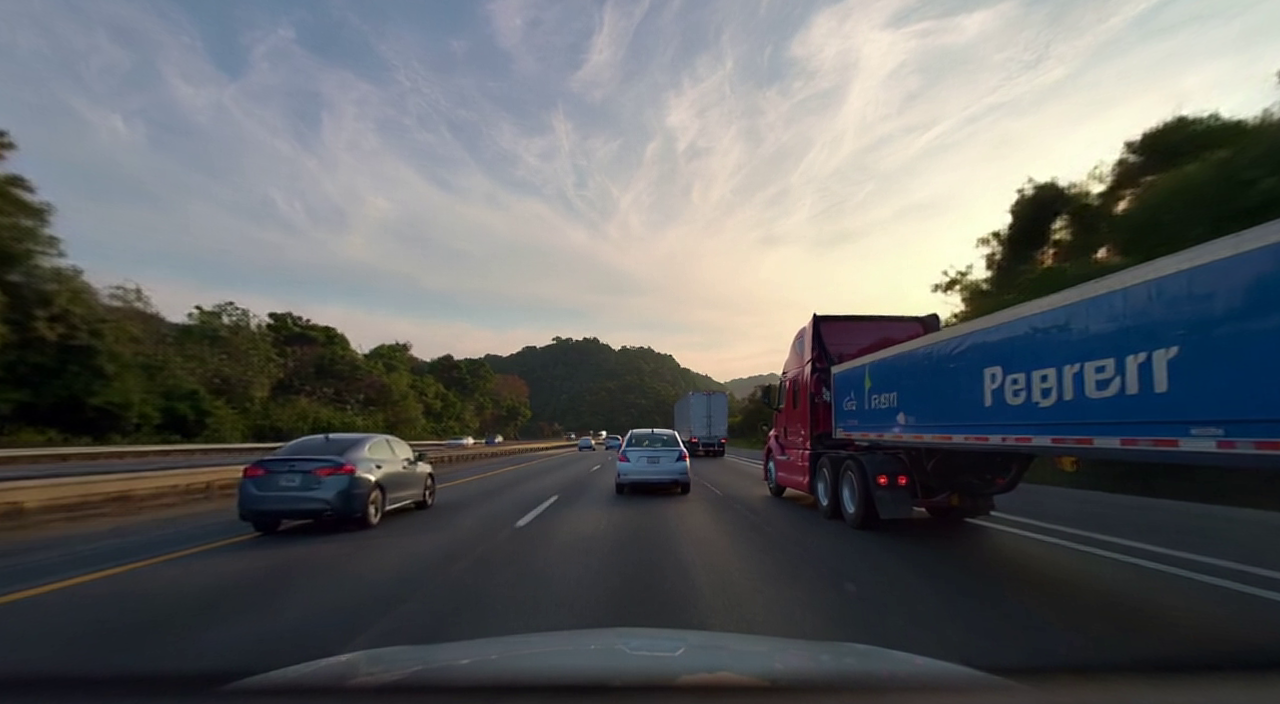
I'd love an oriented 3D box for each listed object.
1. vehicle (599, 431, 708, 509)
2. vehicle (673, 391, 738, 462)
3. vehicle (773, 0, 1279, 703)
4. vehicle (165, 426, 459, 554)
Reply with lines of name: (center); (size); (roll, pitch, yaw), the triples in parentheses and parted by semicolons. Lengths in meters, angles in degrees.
vehicle: (0.243, 2.450, 13.604); (2.021, 1.435, 3.611); (0, -8, 0)
vehicle: (4.098, 5.160, 42.842); (2.869, 4.067, 13.731); (0, -8, 0)
vehicle: (4.196, 0.069, 5.598); (2.816, 4.070, 14.136); (0, -8, -1)
vehicle: (-4.417, 1.890, 9.512); (2.048, 1.452, 4.430); (0, -8, 0)
